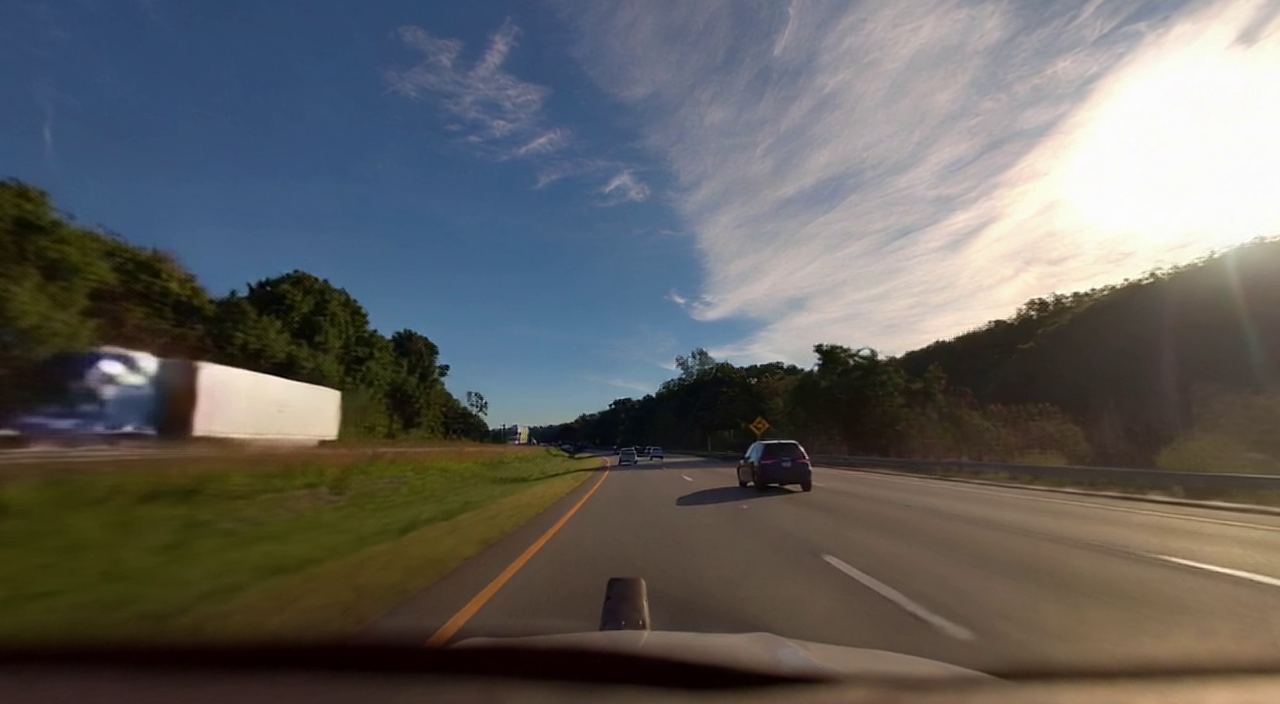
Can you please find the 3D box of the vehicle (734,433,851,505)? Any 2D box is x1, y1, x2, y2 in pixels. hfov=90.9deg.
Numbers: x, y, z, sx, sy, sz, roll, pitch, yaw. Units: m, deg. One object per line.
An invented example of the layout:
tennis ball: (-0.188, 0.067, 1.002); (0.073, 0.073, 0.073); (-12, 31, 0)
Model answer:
vehicle: (3.791, 2.985, 16.445); (2.013, 1.623, 3.916); (0, -9, -1)

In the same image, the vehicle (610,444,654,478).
vehicle: (-0.444, 5.358, 31.145); (2.050, 1.534, 3.771); (0, -9, -2)

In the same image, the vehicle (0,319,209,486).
vehicle: (-16.394, 1.679, 18.304); (2.950, 4.003, 6.622); (0, -9, -1)
